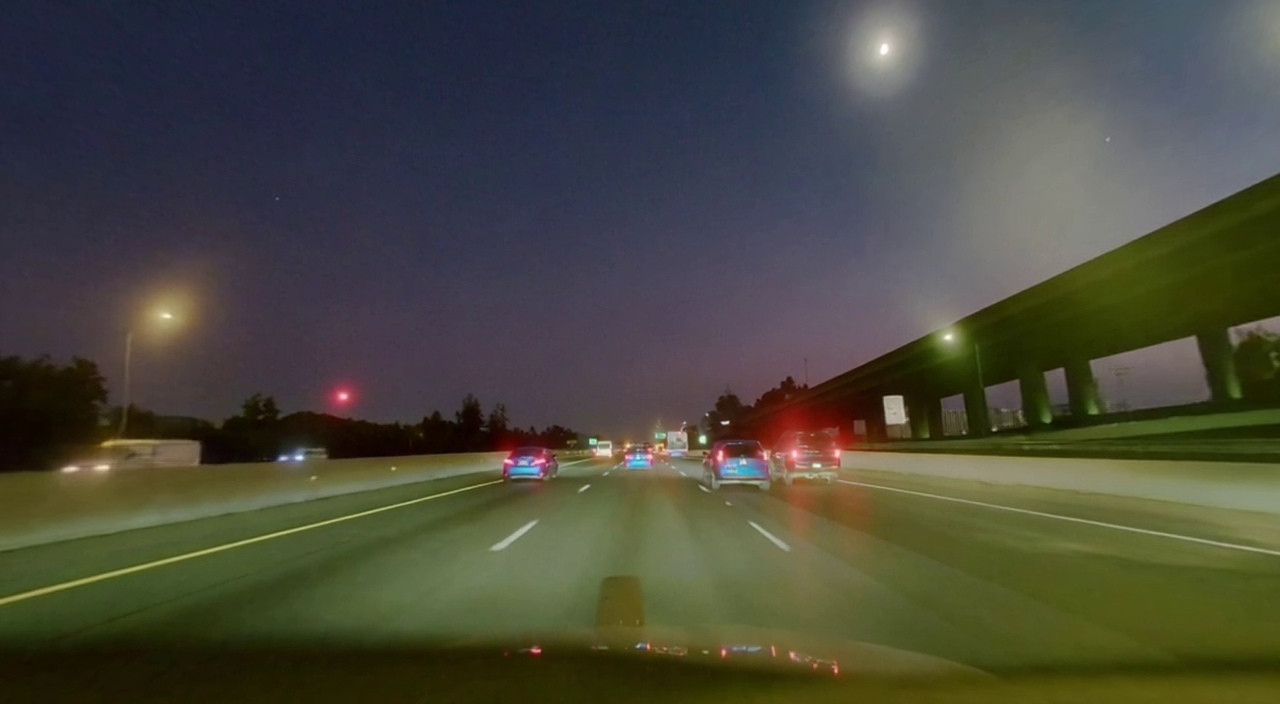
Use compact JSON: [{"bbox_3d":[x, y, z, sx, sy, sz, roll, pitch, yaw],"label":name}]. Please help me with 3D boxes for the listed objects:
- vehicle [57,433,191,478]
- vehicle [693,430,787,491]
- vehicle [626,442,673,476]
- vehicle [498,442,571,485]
[{"bbox_3d":[-26.565,5.345,32.752,2.204,2.082,5.496,0,-9,1],"label":"vehicle"},{"bbox_3d":[3.091,3.472,20.487,2.202,1.748,4.158,1,-8,-3],"label":"vehicle"},{"bbox_3d":[0.437,5.013,29.741,2.089,1.493,3.964,0,-8,0],"label":"vehicle"},{"bbox_3d":[-3.961,4.258,24.401,2.031,1.491,4.145,0,-8,1],"label":"vehicle"}]
